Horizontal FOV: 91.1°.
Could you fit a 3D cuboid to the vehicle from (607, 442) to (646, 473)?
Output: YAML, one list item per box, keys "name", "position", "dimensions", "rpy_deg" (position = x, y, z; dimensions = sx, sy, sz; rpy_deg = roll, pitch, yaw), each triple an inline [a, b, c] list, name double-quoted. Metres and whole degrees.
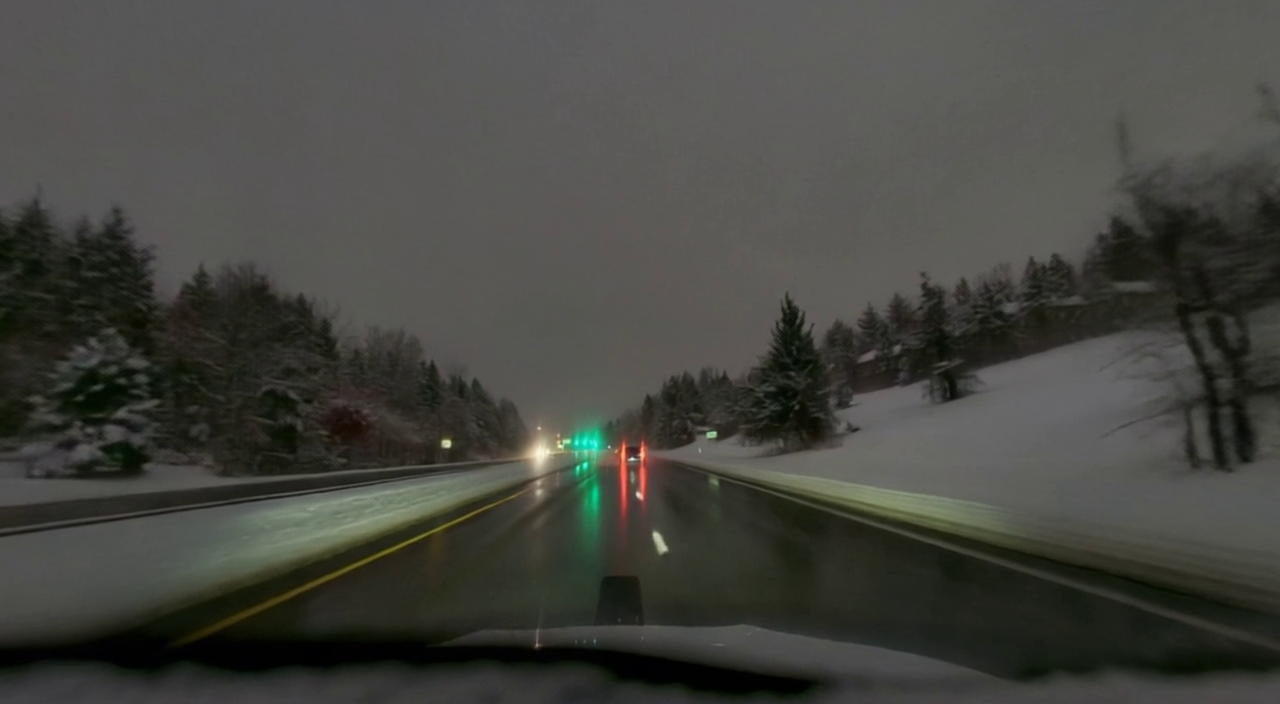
- name: "vehicle"
  position: [-0.768, 6.146, 36.746]
  dimensions: [2.120, 1.715, 4.153]
  rpy_deg: [0, -9, 0]
